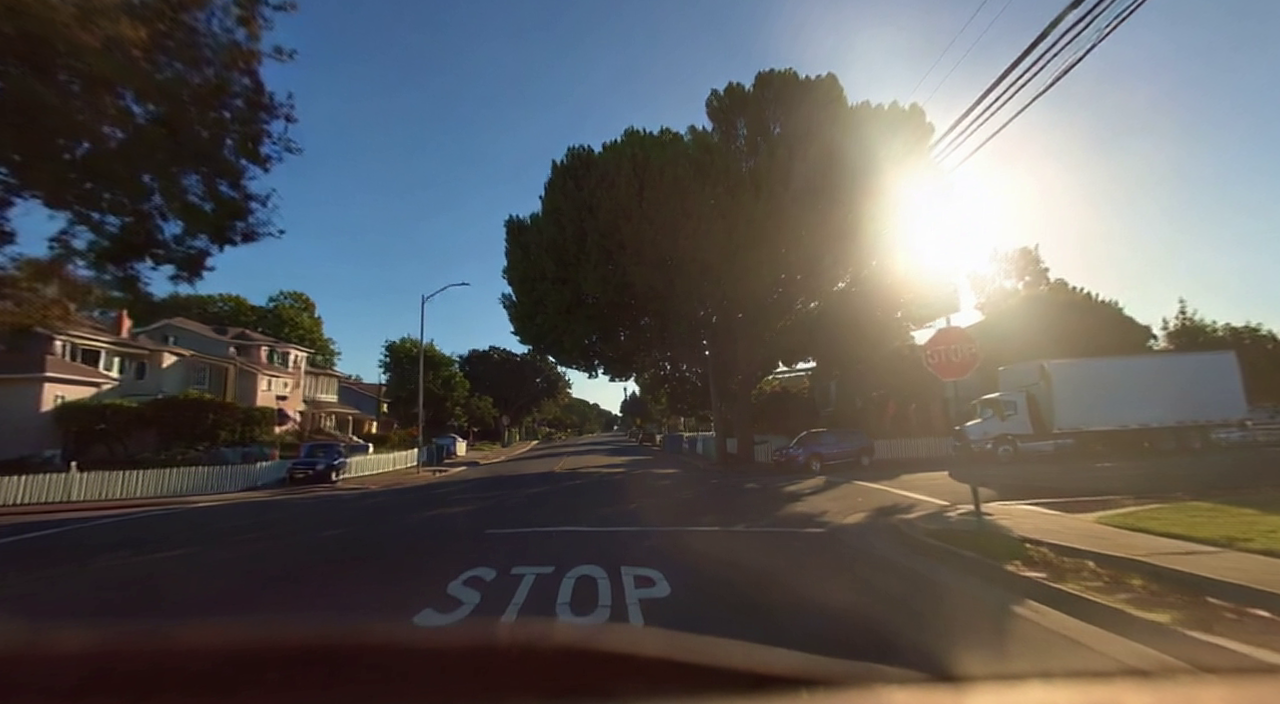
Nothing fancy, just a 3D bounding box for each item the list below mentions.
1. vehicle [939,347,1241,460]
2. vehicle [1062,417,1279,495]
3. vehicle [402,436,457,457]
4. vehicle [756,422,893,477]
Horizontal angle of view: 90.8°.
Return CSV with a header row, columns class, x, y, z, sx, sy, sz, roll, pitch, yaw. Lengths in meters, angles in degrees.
class,x,y,z,sx,sy,sz,roll,pitch,yaw
vehicle,14.793,1.809,21.320,7.759,3.523,2.930,0,-8,0
vehicle,11.850,2.164,13.333,4.488,1.507,1.954,0,-8,-2
vehicle,-16.347,7.345,49.190,3.911,1.515,1.802,2,-9,-14
vehicle,6.088,3.265,21.246,3.867,1.710,2.107,1,-8,-5
